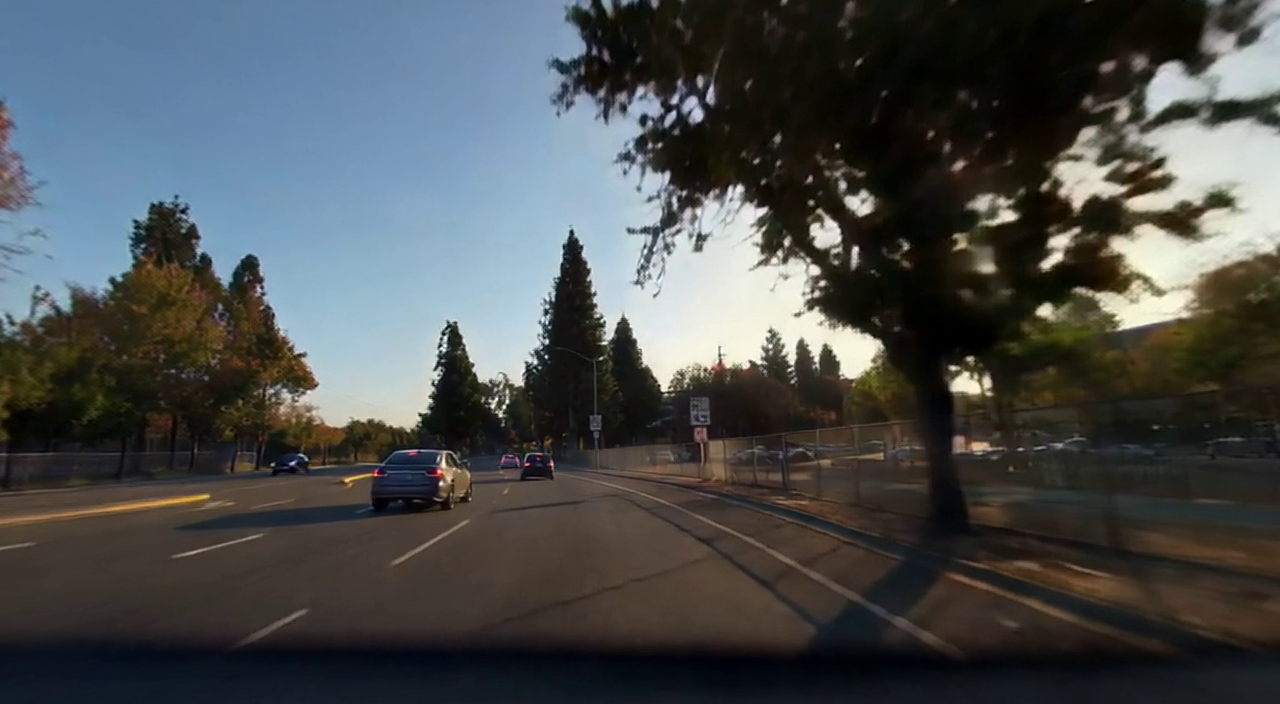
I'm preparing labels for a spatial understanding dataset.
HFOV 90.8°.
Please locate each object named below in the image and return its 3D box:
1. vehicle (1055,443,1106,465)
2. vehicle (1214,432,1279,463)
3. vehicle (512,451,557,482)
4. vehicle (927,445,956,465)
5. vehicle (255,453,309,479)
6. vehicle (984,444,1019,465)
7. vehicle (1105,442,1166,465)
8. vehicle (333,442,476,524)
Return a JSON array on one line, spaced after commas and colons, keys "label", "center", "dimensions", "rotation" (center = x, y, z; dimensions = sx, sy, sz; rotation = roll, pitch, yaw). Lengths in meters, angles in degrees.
[{"label": "vehicle", "center": [30.800, 7.153, 44.269], "dimensions": [1.904, 1.432, 4.640], "rotation": [-4, -9, 23]}, {"label": "vehicle", "center": [38.644, 6.016, 39.895], "dimensions": [2.141, 1.842, 5.582], "rotation": [-5, -10, 29]}, {"label": "vehicle", "center": [-5.437, 5.871, 32.713], "dimensions": [2.147, 1.474, 4.083], "rotation": [1, -9, -9]}, {"label": "vehicle", "center": [23.262, 7.957, 48.803], "dimensions": [1.863, 1.456, 4.250], "rotation": [-4, -9, 24]}, {"label": "vehicle", "center": [-27.489, 8.726, 48.712], "dimensions": [2.214, 1.844, 4.822], "rotation": [1, -9, -12]}, {"label": "vehicle", "center": [26.631, 7.549, 46.596], "dimensions": [2.027, 1.455, 3.838], "rotation": [-5, -10, 28]}, {"label": "vehicle", "center": [33.469, 6.846, 42.810], "dimensions": [2.095, 1.470, 4.336], "rotation": [-4, -9, 23]}, {"label": "vehicle", "center": [-5.505, 3.079, 15.508], "dimensions": [2.105, 1.676, 4.541], "rotation": [1, -9, -5]}]
